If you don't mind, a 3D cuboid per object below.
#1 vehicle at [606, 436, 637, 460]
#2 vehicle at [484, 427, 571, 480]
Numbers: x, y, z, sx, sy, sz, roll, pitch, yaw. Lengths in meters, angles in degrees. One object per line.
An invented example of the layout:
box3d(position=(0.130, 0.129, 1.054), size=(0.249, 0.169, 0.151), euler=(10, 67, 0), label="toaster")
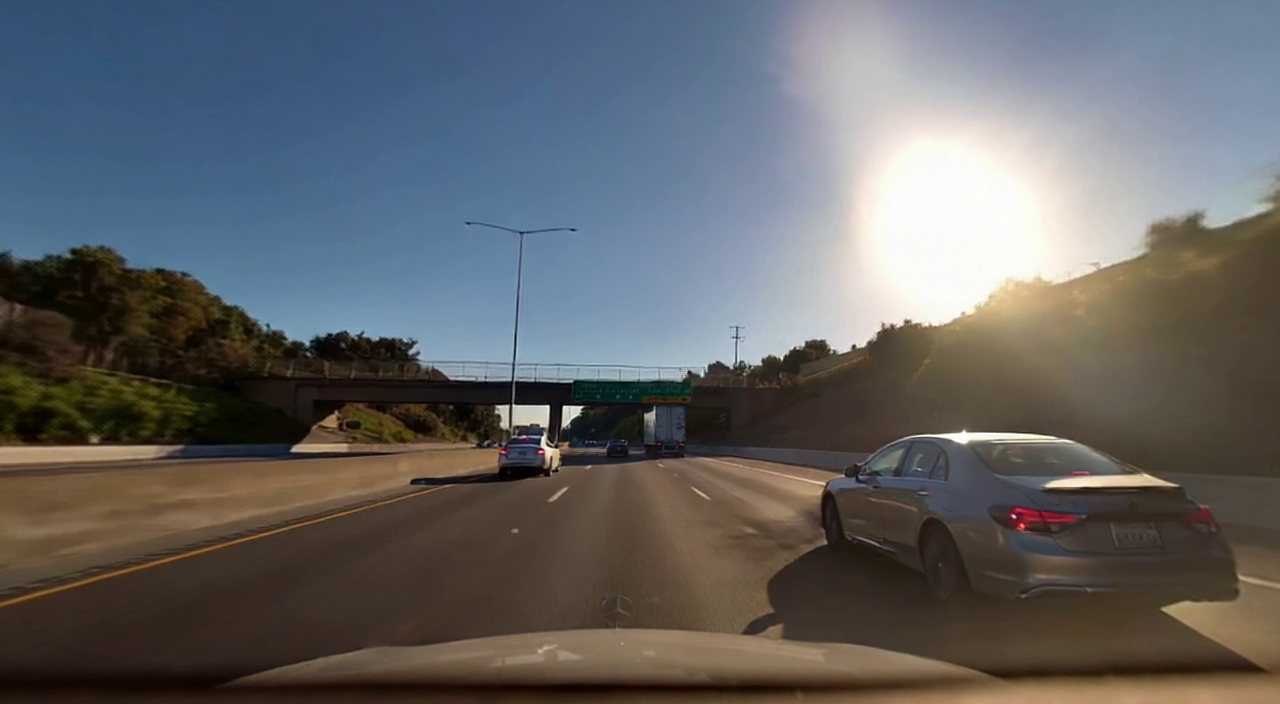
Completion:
box3d(position=(-1.294, 6.731, 44.290), size=(2.125, 1.542, 3.816), euler=(0, -8, -2), label="vehicle")
box3d(position=(-4.016, 3.736, 23.419), size=(2.377, 1.747, 4.703), euler=(0, -8, 0), label="vehicle")
